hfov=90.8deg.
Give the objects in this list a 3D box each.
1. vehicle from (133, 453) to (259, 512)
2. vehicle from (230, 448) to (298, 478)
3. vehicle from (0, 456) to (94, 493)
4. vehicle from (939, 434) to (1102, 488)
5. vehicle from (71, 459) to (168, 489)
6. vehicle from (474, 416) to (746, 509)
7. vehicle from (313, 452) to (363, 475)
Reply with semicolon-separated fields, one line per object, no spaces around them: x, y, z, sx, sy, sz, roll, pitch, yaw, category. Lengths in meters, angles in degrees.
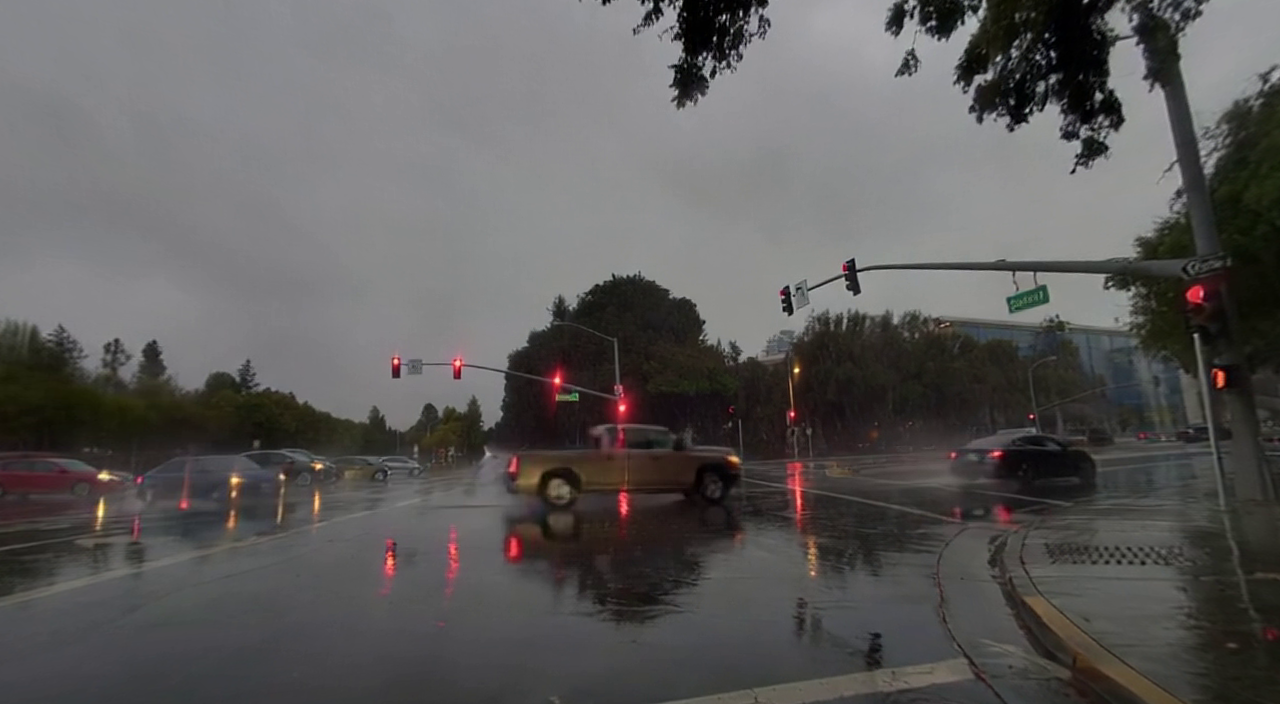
-13.120;3.728;18.555;4.702;1.468;1.999;-8;-12;43;vehicle
-26.317;7.767;44.467;2.213;1.956;5.254;1;-9;-8;vehicle
-31.179;6.262;32.640;2.142;1.723;4.692;1;-9;-9;vehicle
11.617;3.270;19.250;4.728;1.471;1.957;4;-10;-28;vehicle
-28.375;6.625;34.664;1.965;1.448;4.553;1;-9;-9;vehicle
-0.722;2.553;14.950;5.896;1.937;2.358;1;-9;-8;vehicle
-22.728;8.363;47.698;2.020;1.615;4.656;1;-9;-8;vehicle
